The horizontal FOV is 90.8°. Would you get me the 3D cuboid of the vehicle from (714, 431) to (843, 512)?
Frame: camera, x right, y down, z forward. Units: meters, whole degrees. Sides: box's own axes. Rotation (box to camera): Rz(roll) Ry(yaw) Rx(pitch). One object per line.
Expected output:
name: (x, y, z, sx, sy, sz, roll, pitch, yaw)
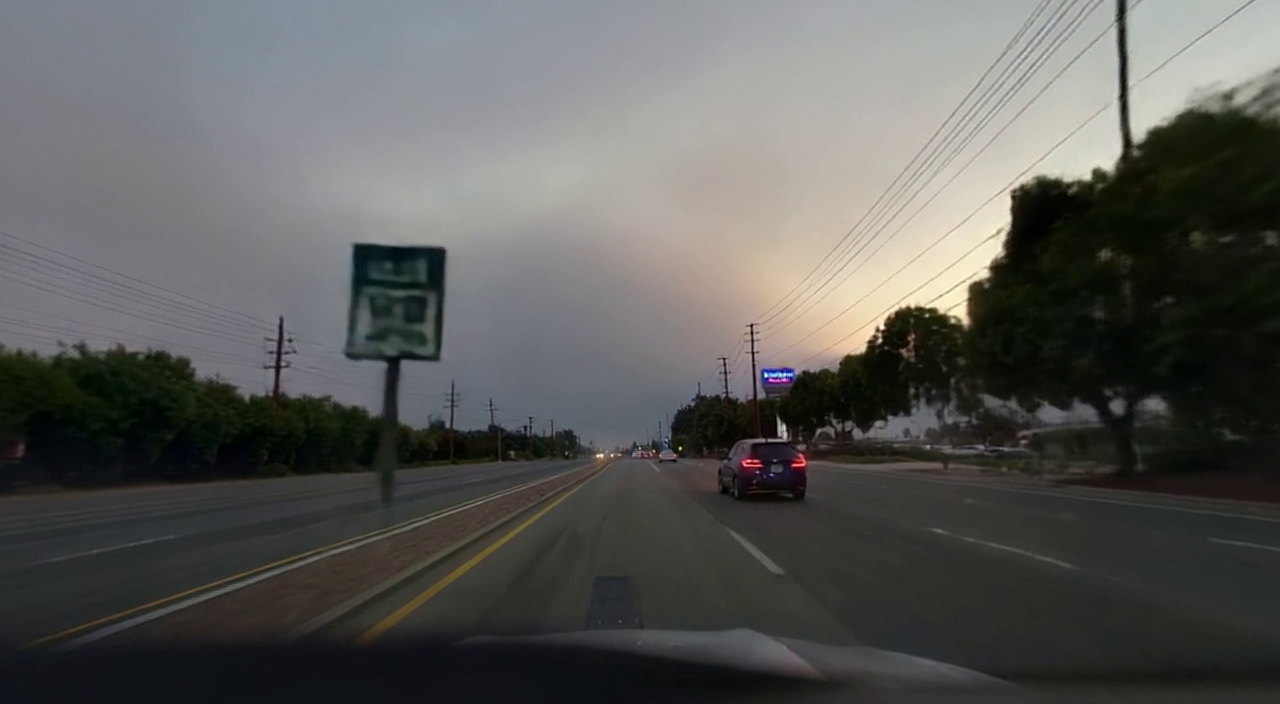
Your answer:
vehicle: (3.141, 2.821, 15.334, 2.078, 1.668, 4.078, 0, -9, -2)
